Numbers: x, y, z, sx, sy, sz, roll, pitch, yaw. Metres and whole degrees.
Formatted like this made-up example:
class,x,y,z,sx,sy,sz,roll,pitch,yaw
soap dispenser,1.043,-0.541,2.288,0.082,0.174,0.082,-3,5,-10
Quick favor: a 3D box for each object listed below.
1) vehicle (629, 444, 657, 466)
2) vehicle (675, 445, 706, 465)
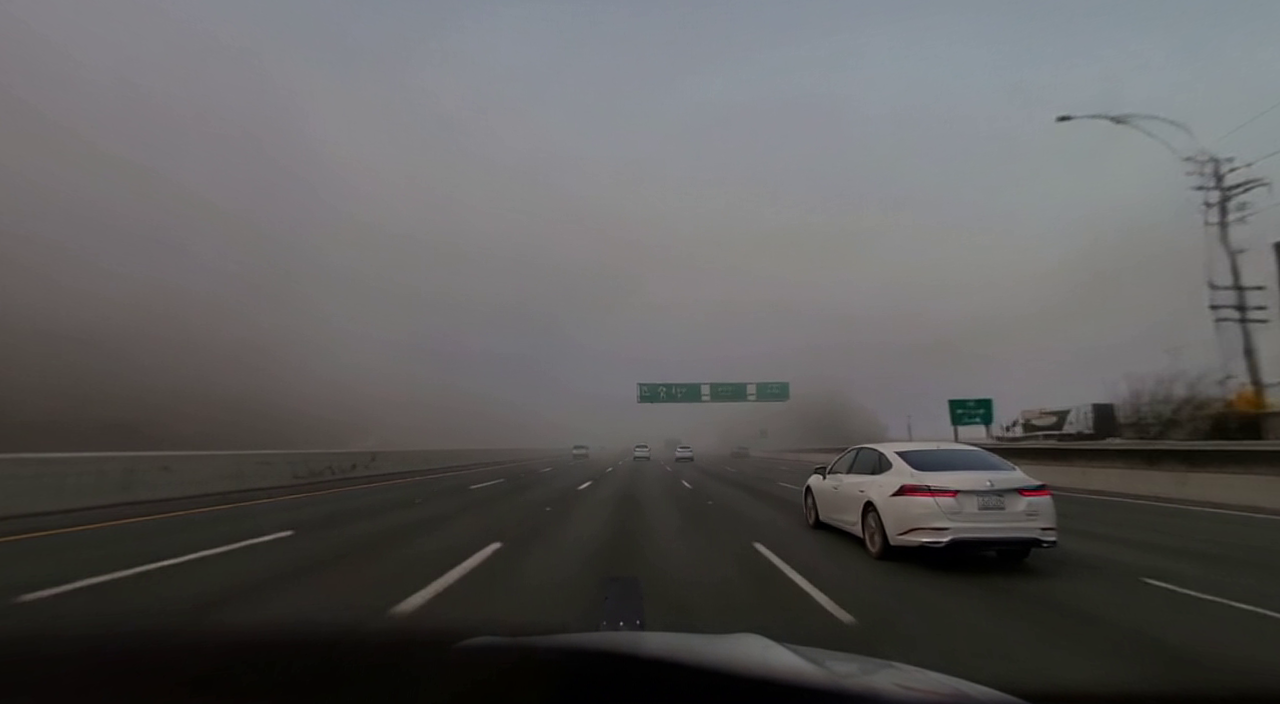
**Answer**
class,x,y,z,sx,sy,sz,roll,pitch,yaw
vehicle,0.205,7.965,48.861,2.066,1.562,4.198,0,-9,0
vehicle,3.865,7.977,48.809,2.076,1.506,4.050,0,-9,1
